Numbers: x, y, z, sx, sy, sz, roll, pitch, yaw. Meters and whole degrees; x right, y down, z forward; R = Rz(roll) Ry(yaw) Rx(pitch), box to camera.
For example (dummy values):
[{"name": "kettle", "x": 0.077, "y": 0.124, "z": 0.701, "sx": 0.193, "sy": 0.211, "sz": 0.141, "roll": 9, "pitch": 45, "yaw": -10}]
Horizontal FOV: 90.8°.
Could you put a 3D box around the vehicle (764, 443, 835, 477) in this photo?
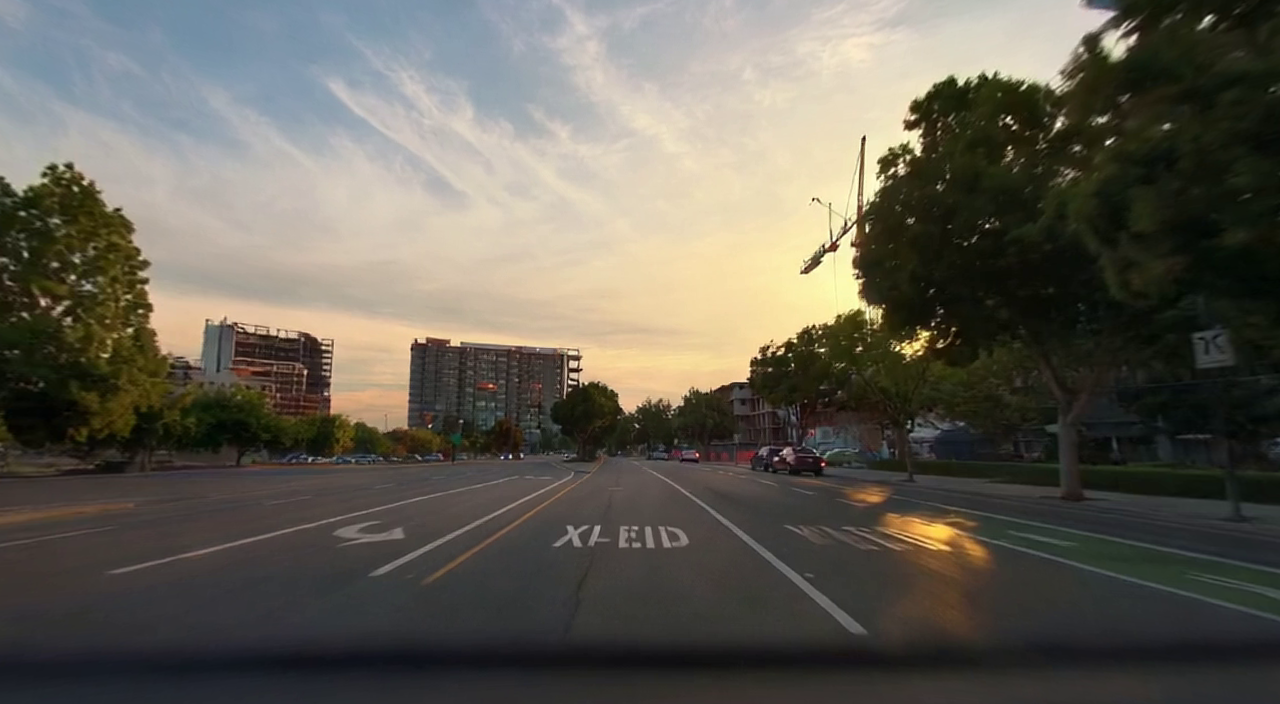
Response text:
[{"name": "vehicle", "x": 7.544, "y": 5.139, "z": 30.414, "sx": 1.946, "sy": 1.472, "sz": 4.753, "roll": 0, "pitch": -9, "yaw": -3}]
